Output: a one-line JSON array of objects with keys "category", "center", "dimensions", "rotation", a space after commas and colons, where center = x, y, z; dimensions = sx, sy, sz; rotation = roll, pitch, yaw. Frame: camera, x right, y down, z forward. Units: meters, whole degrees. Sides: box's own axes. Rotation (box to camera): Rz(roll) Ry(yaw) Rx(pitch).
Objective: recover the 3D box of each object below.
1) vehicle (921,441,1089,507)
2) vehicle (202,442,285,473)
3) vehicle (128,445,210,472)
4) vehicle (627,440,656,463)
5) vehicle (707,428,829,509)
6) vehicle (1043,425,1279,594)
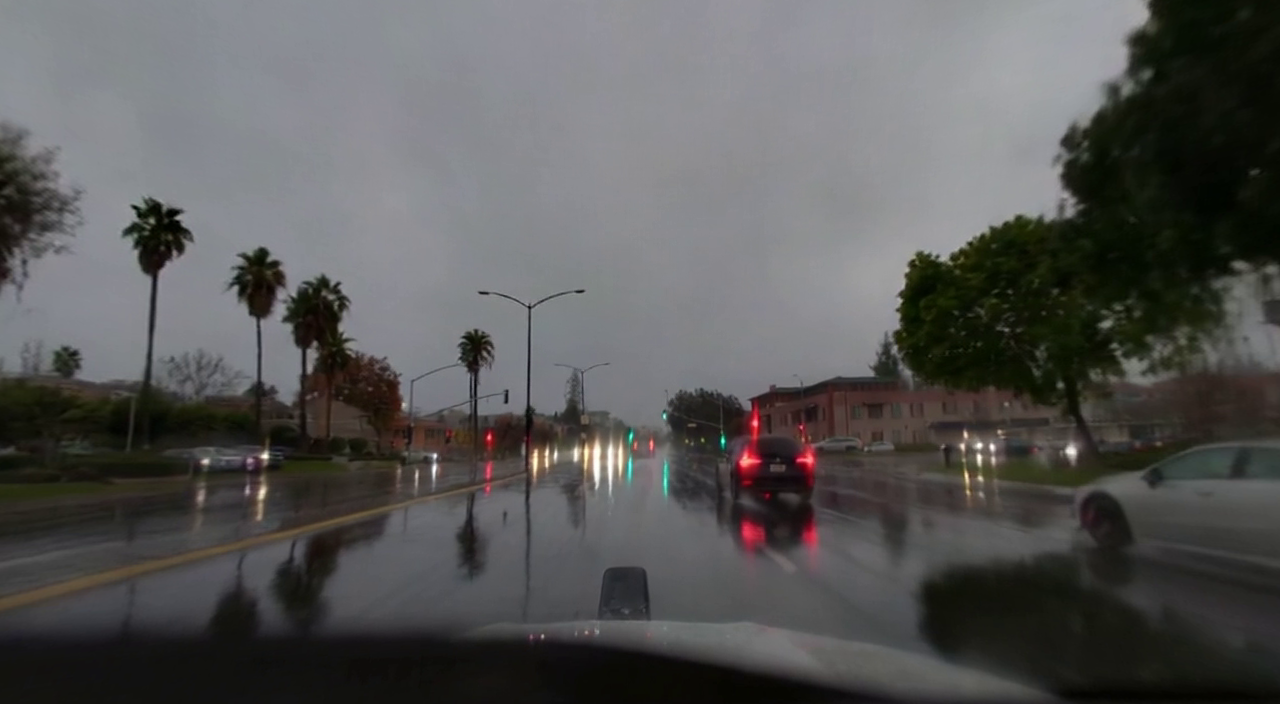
[{"category": "vehicle", "center": [10.113, 3.397, 18.035], "dimensions": [1.916, 1.548, 4.799], "rotation": [2, -9, -1]}, {"category": "vehicle", "center": [-25.706, 6.843, 41.150], "dimensions": [2.070, 1.856, 5.069], "rotation": [0, -9, 0]}, {"category": "vehicle", "center": [-30.773, 6.953, 41.395], "dimensions": [1.898, 1.692, 4.455], "rotation": [0, -9, 0]}, {"category": "vehicle", "center": [0.139, 7.596, 48.235], "dimensions": [2.087, 1.709, 4.076], "rotation": [0, -9, 1]}, {"category": "vehicle", "center": [2.867, 2.731, 15.220], "dimensions": [2.009, 1.639, 4.267], "rotation": [0, -9, 0]}, {"category": "vehicle", "center": [6.551, 1.507, 6.403], "dimensions": [1.890, 1.471, 4.566], "rotation": [0, -9, 0]}]
